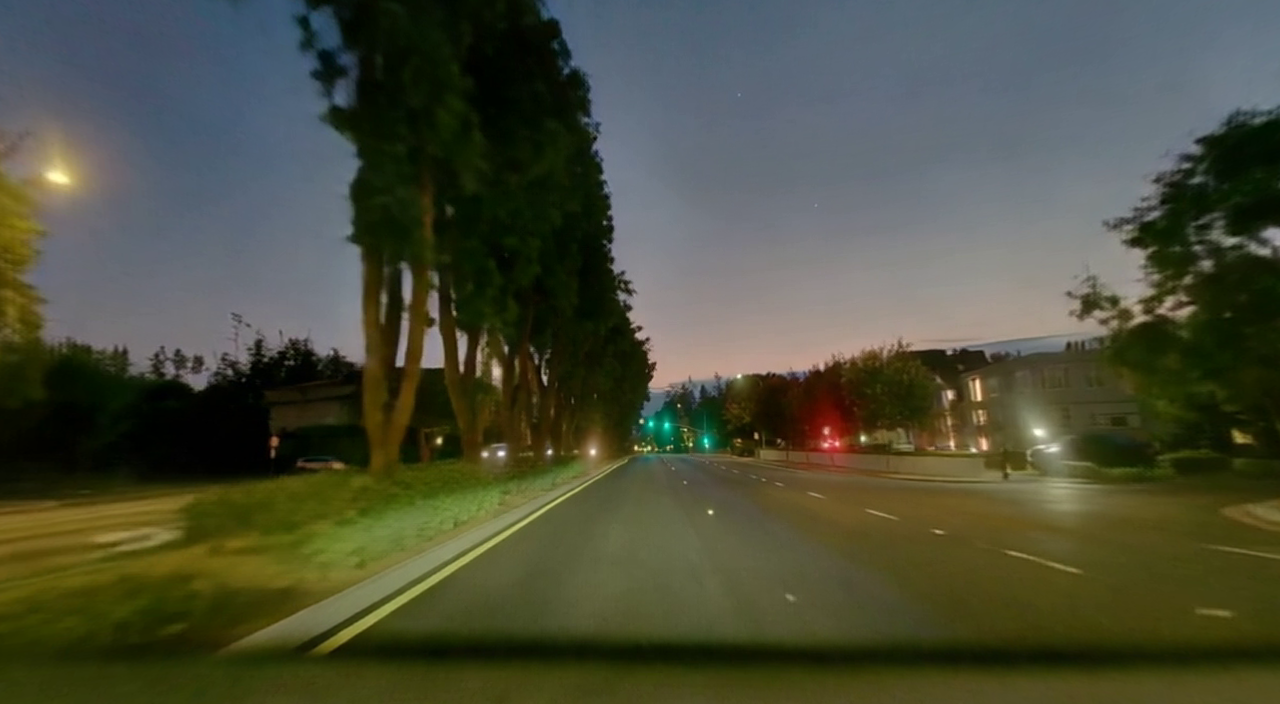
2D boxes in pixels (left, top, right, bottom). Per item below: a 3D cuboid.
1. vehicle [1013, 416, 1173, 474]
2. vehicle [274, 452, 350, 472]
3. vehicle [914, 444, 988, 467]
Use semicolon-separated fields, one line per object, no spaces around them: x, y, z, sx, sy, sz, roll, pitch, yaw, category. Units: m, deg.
21.732;4.491;30.512;5.506;2.643;2.681;-1;-8;3;vehicle
-25.064;8.381;48.262;4.663;1.464;1.906;0;-8;-1;vehicle
21.748;7.242;44.192;4.176;1.490;1.871;0;-8;-2;vehicle
